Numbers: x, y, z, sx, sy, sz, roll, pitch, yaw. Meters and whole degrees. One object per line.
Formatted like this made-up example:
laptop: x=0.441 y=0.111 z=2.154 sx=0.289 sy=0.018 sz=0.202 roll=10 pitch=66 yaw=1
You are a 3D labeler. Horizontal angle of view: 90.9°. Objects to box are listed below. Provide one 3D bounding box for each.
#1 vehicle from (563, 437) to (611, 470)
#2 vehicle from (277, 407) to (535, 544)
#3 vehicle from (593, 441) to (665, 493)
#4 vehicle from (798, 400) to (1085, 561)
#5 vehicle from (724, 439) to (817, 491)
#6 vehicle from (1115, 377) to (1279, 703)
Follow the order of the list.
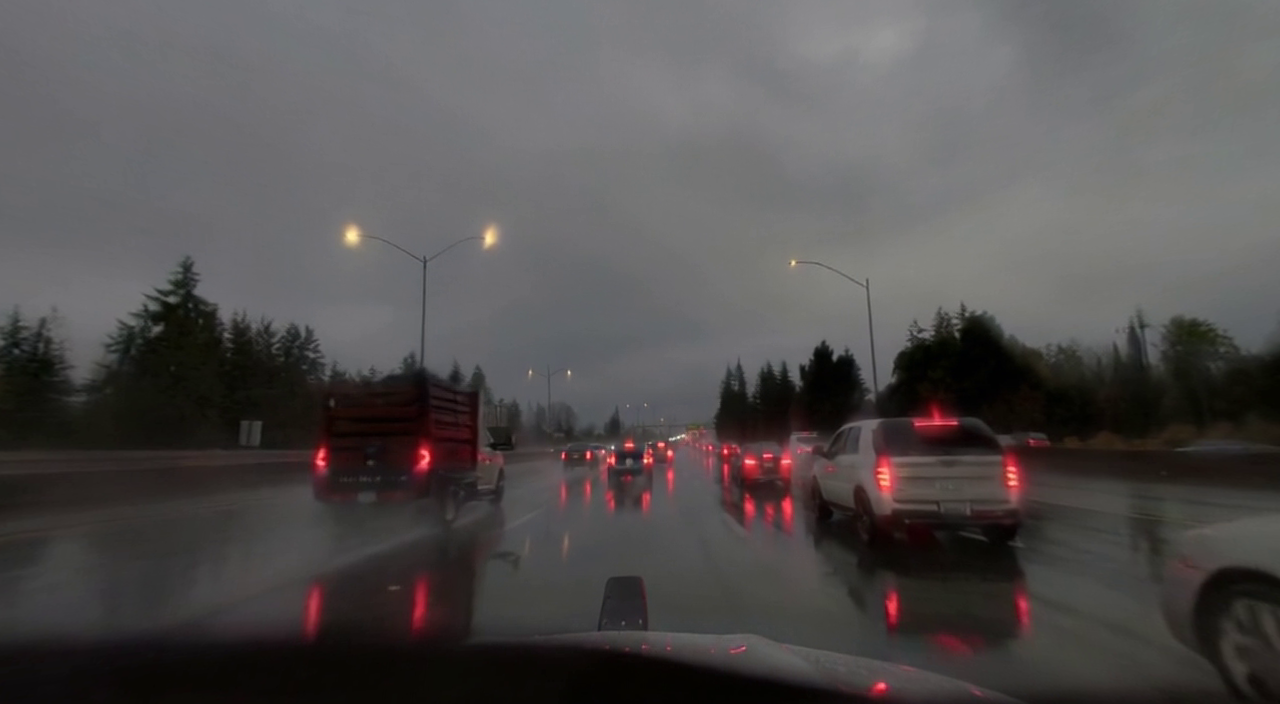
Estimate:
vehicle: x=-3.082 y=6.083 z=38.076 sx=2.110 sy=1.811 sz=5.585 roll=-1 pitch=-8 yaw=4
vehicle: x=-3.798 y=2.179 z=11.918 sx=2.395 sy=1.892 sz=5.995 roll=0 pitch=-8 yaw=2
vehicle: x=-0.241 y=3.618 z=20.222 sx=2.070 sy=1.456 sz=4.029 roll=0 pitch=-8 yaw=2
vehicle: x=3.937 y=1.766 z=9.368 sx=1.999 sy=1.777 sz=4.578 roll=0 pitch=-8 yaw=1
vehicle: x=4.089 y=3.631 z=20.622 sx=1.907 sy=1.474 sz=4.840 roll=0 pitch=-8 yaw=-2
vehicle: x=3.645 y=0.683 z=1.183 sx=1.984 sy=1.567 sz=4.475 roll=0 pitch=-8 yaw=0
